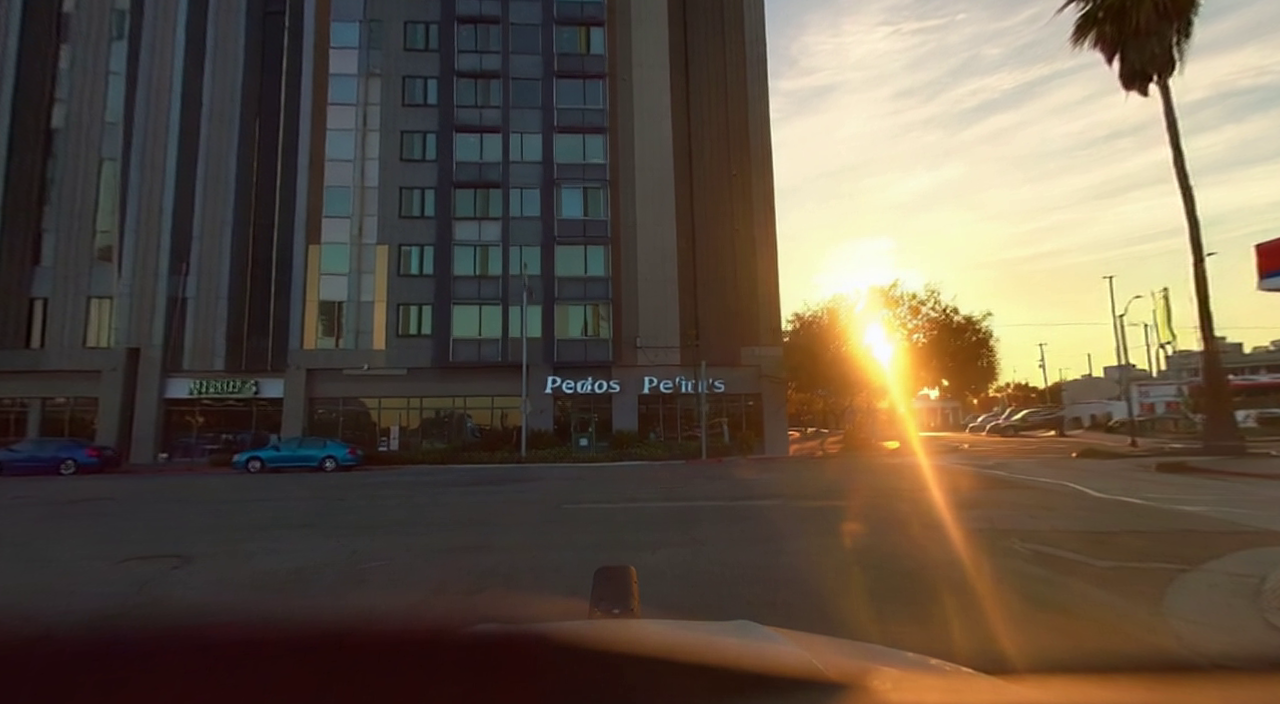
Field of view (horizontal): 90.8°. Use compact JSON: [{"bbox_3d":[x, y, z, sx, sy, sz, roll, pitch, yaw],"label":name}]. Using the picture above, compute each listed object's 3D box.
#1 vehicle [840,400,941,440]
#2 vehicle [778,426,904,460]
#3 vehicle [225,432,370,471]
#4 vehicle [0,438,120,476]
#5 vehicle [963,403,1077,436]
[{"bbox_3d":[16.159,4.452,40.991,5.524,2.504,2.196,0,-9,-3],"label":"vehicle"},{"bbox_3d":[8.581,3.927,27.202,4.782,1.371,1.763,1,-9,-6],"label":"vehicle"},{"bbox_3d":[-13.937,4.068,25.881,4.857,1.497,1.811,0,-9,2],"label":"vehicle"},{"bbox_3d":[-23.622,4.137,25.026,4.321,1.430,1.775,0,-9,-2],"label":"vehicle"},{"bbox_3d":[28.555,5.077,47.607,7.026,2.329,2.545,1,-6,-4],"label":"vehicle"}]
